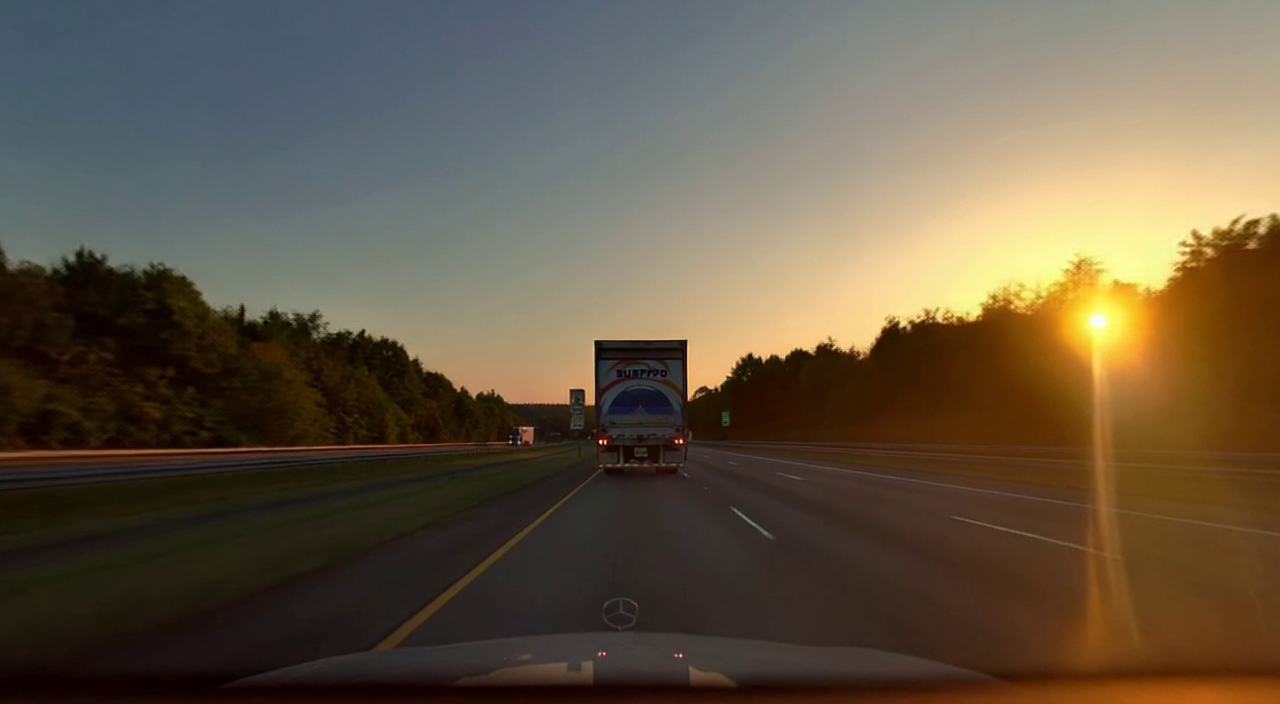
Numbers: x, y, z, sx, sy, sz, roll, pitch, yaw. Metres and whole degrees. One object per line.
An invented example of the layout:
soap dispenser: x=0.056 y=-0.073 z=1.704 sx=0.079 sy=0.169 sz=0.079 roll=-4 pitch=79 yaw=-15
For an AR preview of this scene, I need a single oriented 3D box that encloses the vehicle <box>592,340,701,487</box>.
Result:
vehicle: x=0.127 y=2.192 z=21.018 sx=2.870 sy=3.911 sz=8.697 roll=0 pitch=-8 yaw=-1
